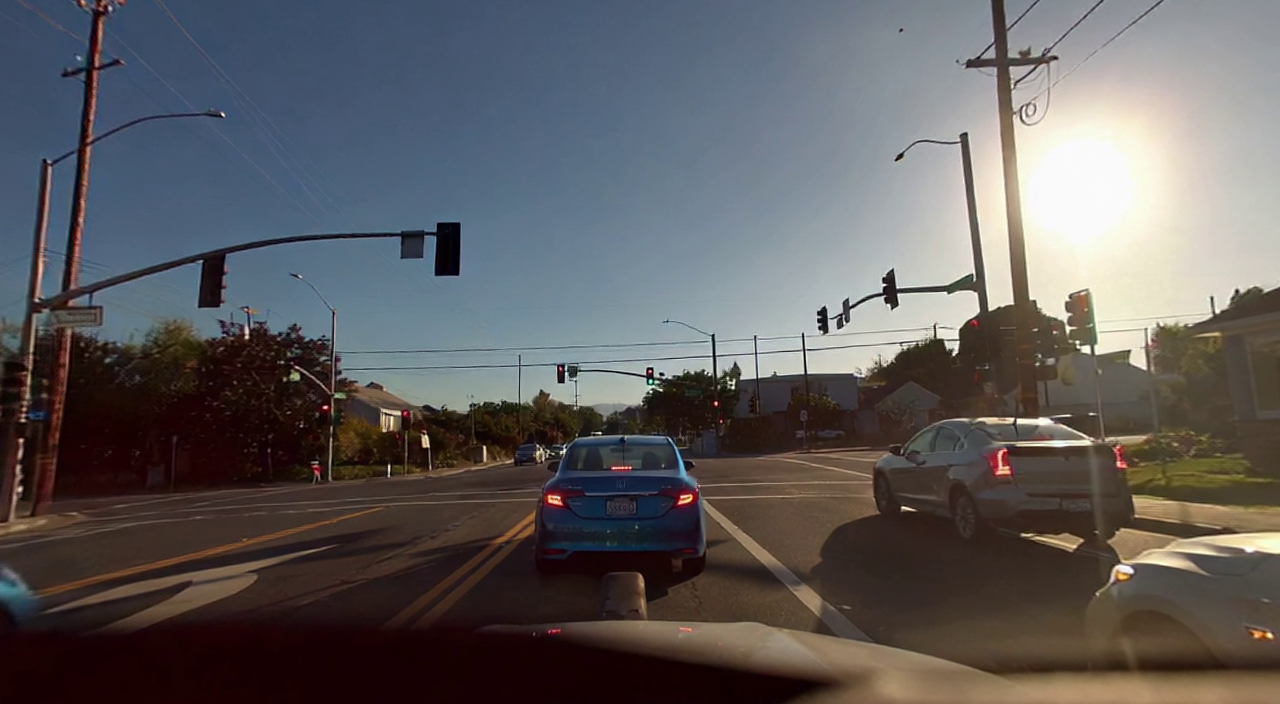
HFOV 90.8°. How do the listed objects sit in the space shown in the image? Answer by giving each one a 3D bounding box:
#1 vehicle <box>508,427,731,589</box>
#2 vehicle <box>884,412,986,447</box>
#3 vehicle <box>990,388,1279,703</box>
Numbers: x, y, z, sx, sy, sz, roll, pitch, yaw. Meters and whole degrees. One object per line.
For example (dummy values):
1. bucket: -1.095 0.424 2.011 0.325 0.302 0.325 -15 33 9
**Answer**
1. vehicle: -0.223 1.759 8.025 2.061 1.485 4.196 0 -8 -1
2. vehicle: 15.777 4.190 33.971 4.431 1.555 1.886 -4 -9 2
3. vehicle: 2.928 0.829 1.702 1.860 1.494 3.707 0 -8 1
